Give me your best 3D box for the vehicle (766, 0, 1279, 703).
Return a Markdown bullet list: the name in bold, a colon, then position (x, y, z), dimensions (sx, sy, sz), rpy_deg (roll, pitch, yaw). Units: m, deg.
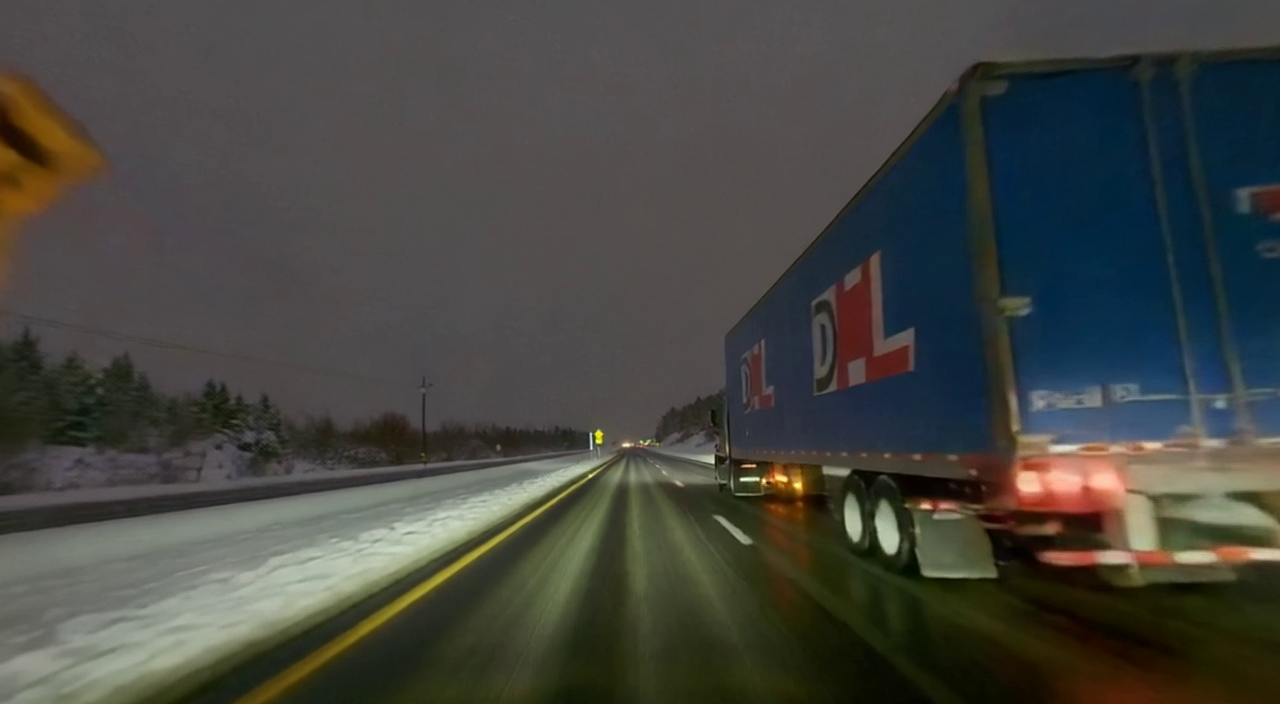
- **vehicle**: position (3.843, 0.250, 7.267), dimensions (2.879, 4.075, 8.126), rpy_deg (0, -9, -1)
